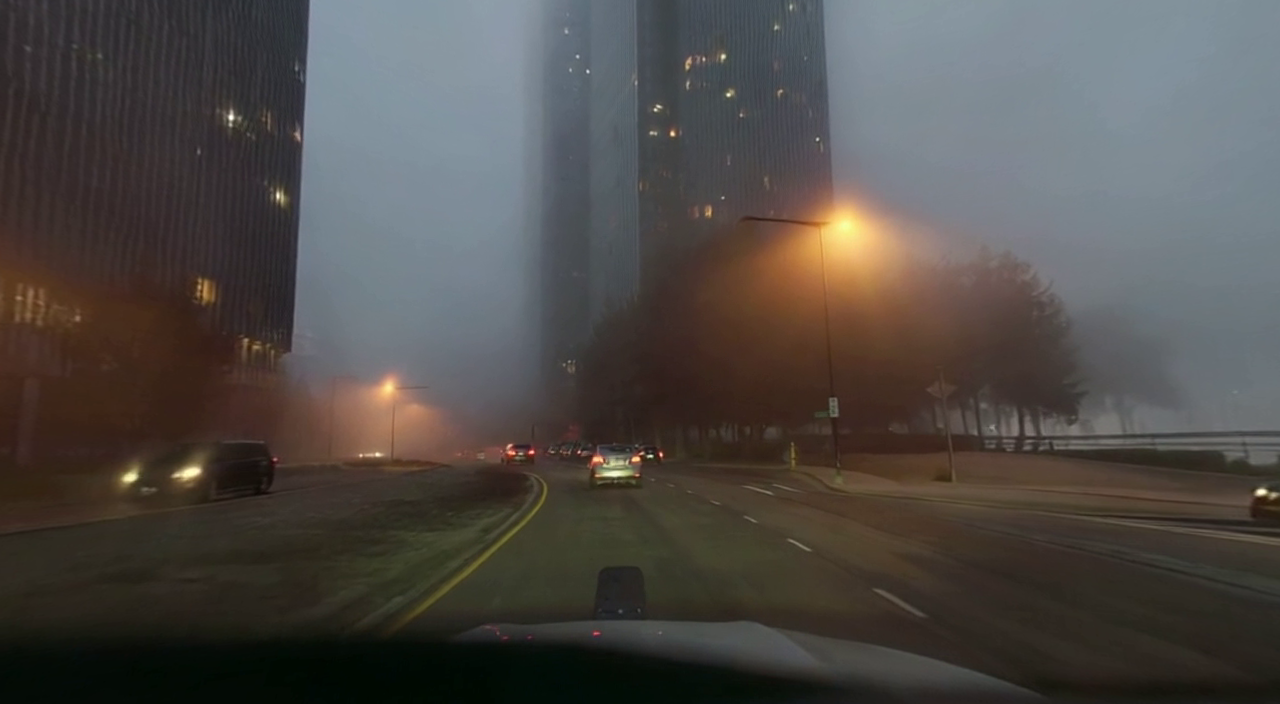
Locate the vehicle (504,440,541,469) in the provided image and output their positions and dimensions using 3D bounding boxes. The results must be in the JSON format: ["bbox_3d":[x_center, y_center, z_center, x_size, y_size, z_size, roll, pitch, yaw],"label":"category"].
[{"bbox_3d":[-7.656,6.600,40.623,2.121,1.728,4.161,2,-9,-13],"label":"vehicle"}]

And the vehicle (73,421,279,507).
[{"bbox_3d":[-13.066,3.372,18.372,2.334,1.945,5.298,6,-13,-7],"label":"vehicle"}]

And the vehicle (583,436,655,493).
[{"bbox_3d":[-0.636,3.716,21.171,2.183,1.675,4.319,0,-9,0],"label":"vehicle"}]
